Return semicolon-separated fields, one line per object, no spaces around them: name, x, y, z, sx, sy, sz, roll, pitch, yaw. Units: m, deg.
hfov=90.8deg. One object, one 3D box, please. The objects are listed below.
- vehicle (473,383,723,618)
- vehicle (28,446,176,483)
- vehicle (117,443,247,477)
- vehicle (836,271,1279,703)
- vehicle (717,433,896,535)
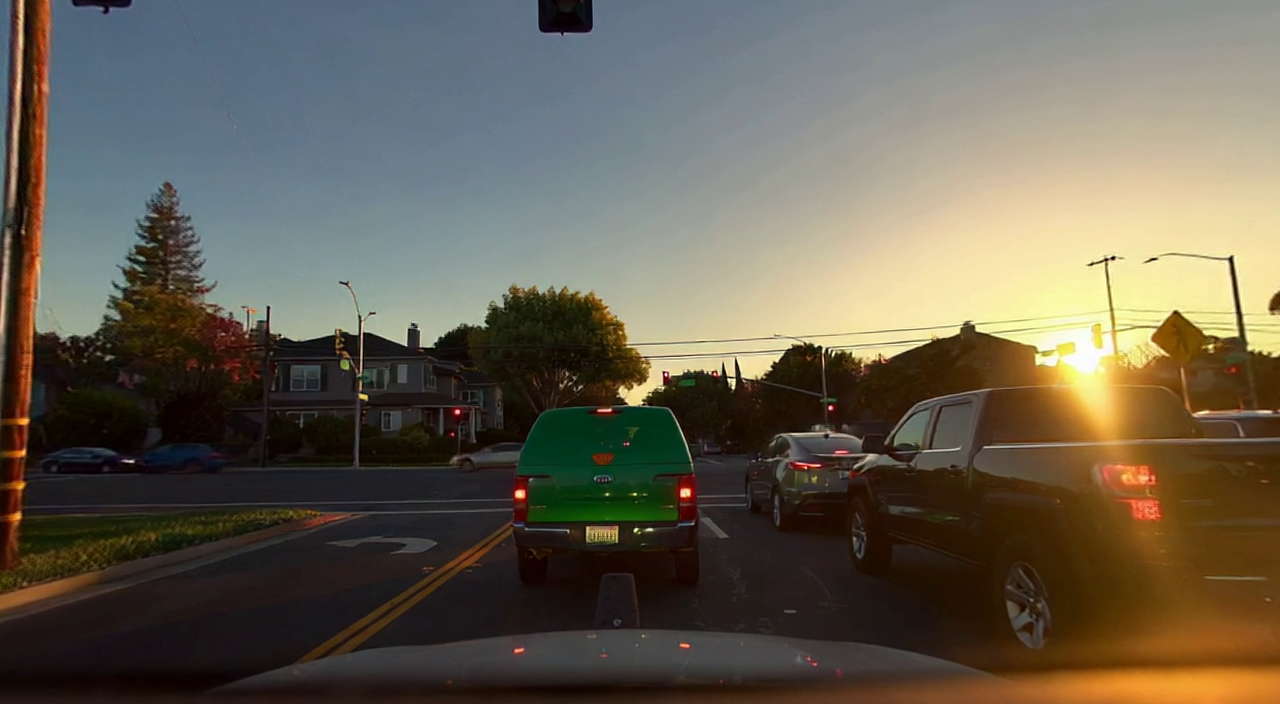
vehicle;-0.272;1.382;6.614;1.915;1.780;3.379;0;-8;2
vehicle;-22.904;4.784;27.062;4.533;1.350;1.714;0;-7;-9
vehicle;-22.107;5.203;30.666;4.718;1.530;1.747;1;-8;-9
vehicle;2.985;0.939;3.872;1.886;1.849;5.070;0;-8;-1
vehicle;2.721;2.263;11.527;1.952;1.465;4.421;0;-8;-2
